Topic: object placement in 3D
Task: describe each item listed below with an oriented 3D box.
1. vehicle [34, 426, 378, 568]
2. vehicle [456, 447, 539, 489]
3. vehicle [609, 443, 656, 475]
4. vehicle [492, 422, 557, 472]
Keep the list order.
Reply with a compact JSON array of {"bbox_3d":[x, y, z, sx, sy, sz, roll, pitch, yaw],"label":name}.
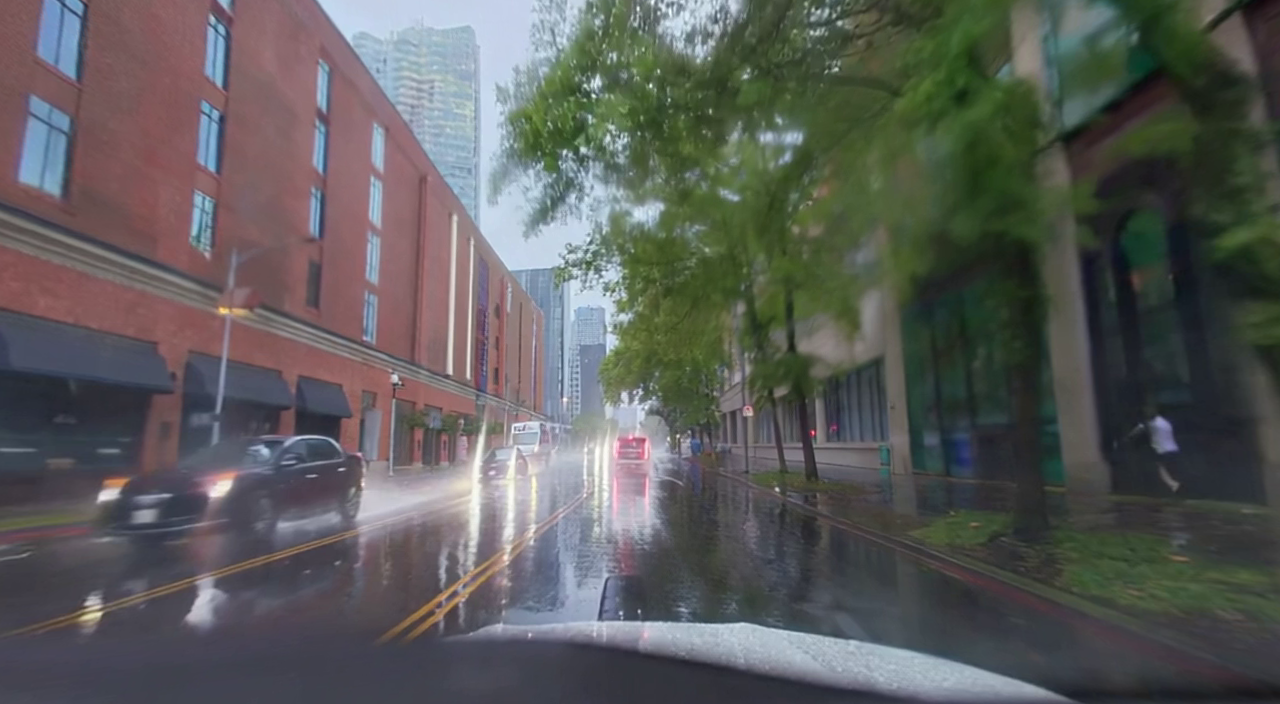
[{"bbox_3d":[-6.125,2.063,9.778,2.100,1.678,4.298,-1,-9,3],"label":"vehicle"},{"bbox_3d":[-5.541,4.559,25.193,2.039,1.484,4.391,-1,-9,4],"label":"vehicle"},{"bbox_3d":[-0.362,5.759,34.209,2.356,1.572,4.810,0,-9,0],"label":"vehicle"},{"bbox_3d":[-7.513,6.328,42.109,2.754,3.065,7.103,0,-9,2],"label":"vehicle"}]
